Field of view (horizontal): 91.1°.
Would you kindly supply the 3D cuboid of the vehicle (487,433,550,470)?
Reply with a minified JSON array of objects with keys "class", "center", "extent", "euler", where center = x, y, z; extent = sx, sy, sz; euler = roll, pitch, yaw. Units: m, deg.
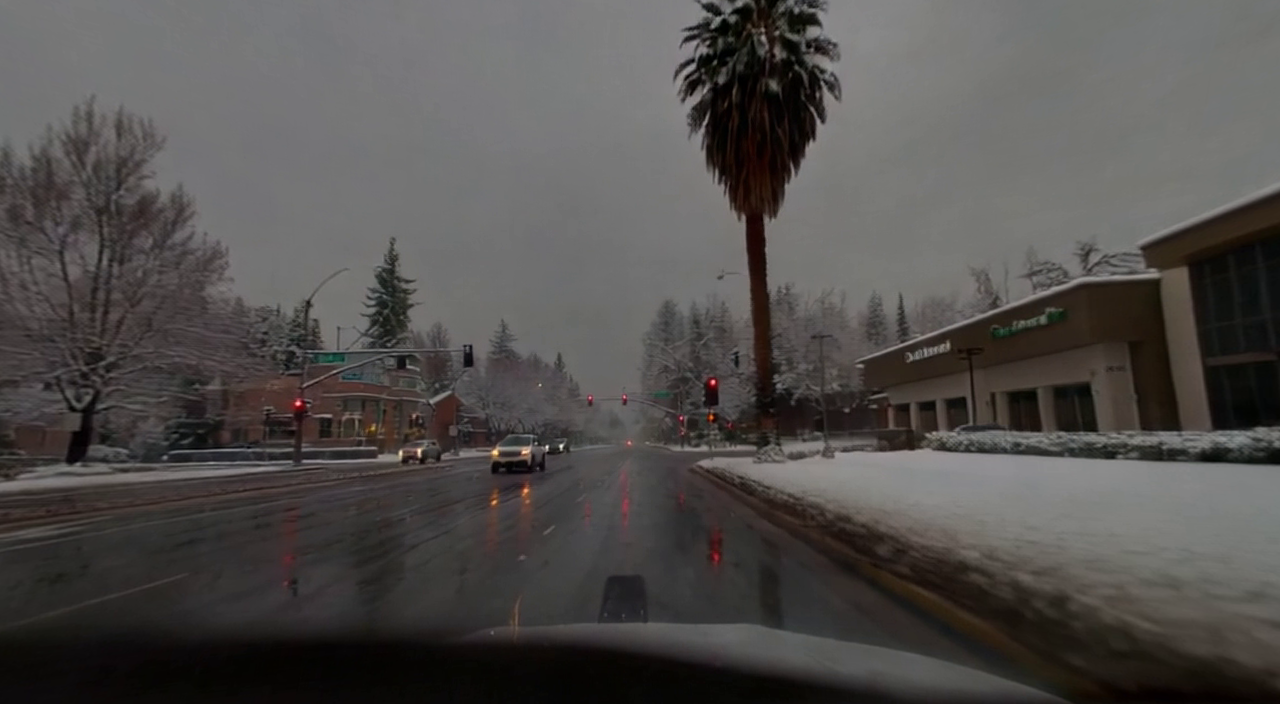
[{"class":"vehicle","center":[-6.021,4.972,31.631],"extent":[2.121,1.731,4.707],"euler":[0,-8,2]}]
